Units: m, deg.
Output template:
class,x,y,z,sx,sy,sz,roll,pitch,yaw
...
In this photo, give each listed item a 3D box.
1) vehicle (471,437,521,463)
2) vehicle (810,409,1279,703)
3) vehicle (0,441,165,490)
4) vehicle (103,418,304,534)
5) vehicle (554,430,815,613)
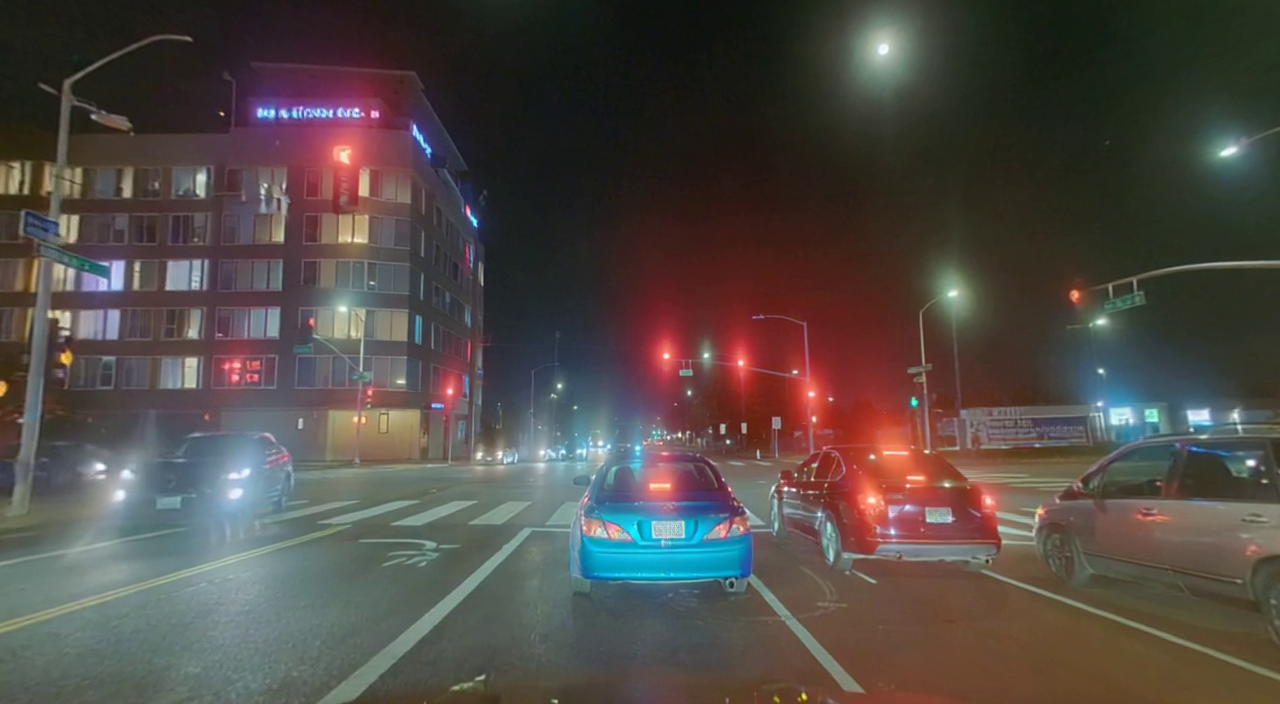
class,x,y,z,sx,sy,sz,roll,pitch,yaw
vehicle,-9.518,6.532,41.971,2.030,1.596,3.912,-1,-8,7
vehicle,2.820,1.287,4.568,1.961,1.498,4.356,0,-8,0
vehicle,-19.626,3.912,21.850,4.688,1.612,1.938,0,-8,2
vehicle,-8.940,2.523,13.655,2.338,1.889,5.998,4,-9,-23
vehicle,0.277,1.686,7.245,2.132,1.464,4.089,0,-8,-3
